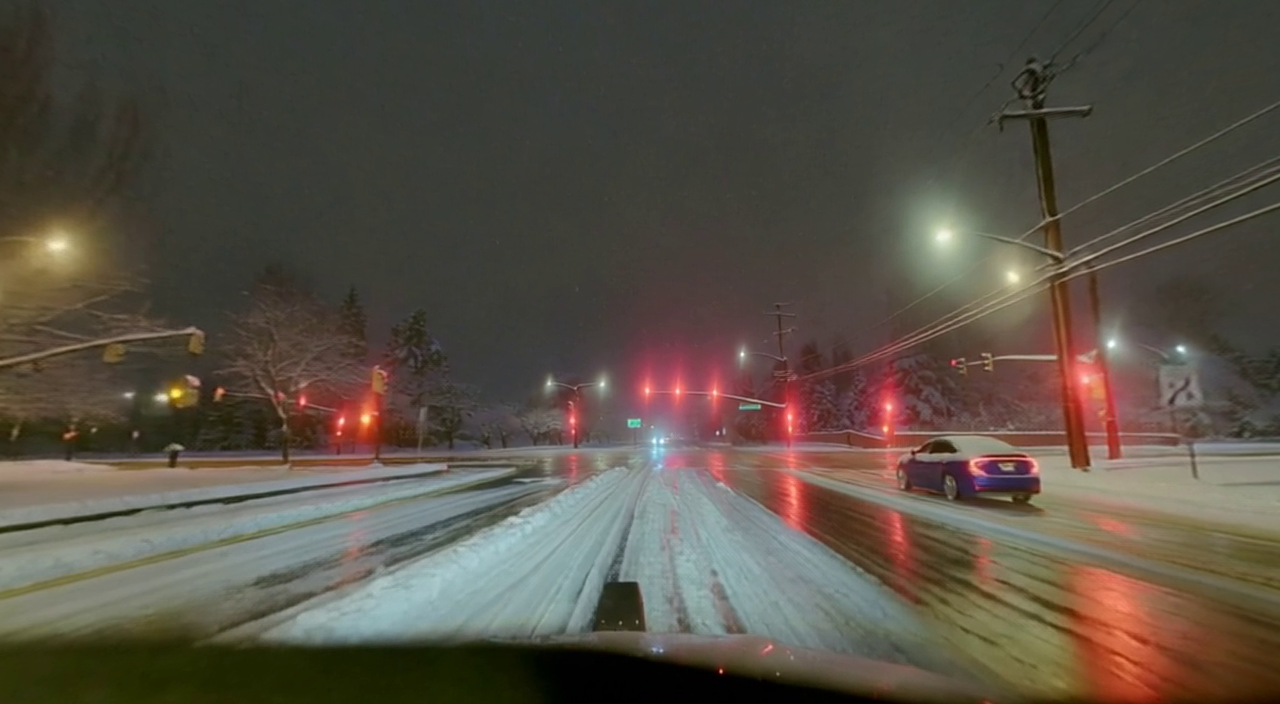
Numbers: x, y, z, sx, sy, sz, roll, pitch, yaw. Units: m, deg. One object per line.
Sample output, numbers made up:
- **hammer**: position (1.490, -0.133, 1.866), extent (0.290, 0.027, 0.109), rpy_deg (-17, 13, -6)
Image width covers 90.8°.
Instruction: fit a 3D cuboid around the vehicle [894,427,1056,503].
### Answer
- **vehicle**: position (7.691, 2.617, 14.957), extent (1.797, 1.544, 3.685), rpy_deg (0, -9, 0)
